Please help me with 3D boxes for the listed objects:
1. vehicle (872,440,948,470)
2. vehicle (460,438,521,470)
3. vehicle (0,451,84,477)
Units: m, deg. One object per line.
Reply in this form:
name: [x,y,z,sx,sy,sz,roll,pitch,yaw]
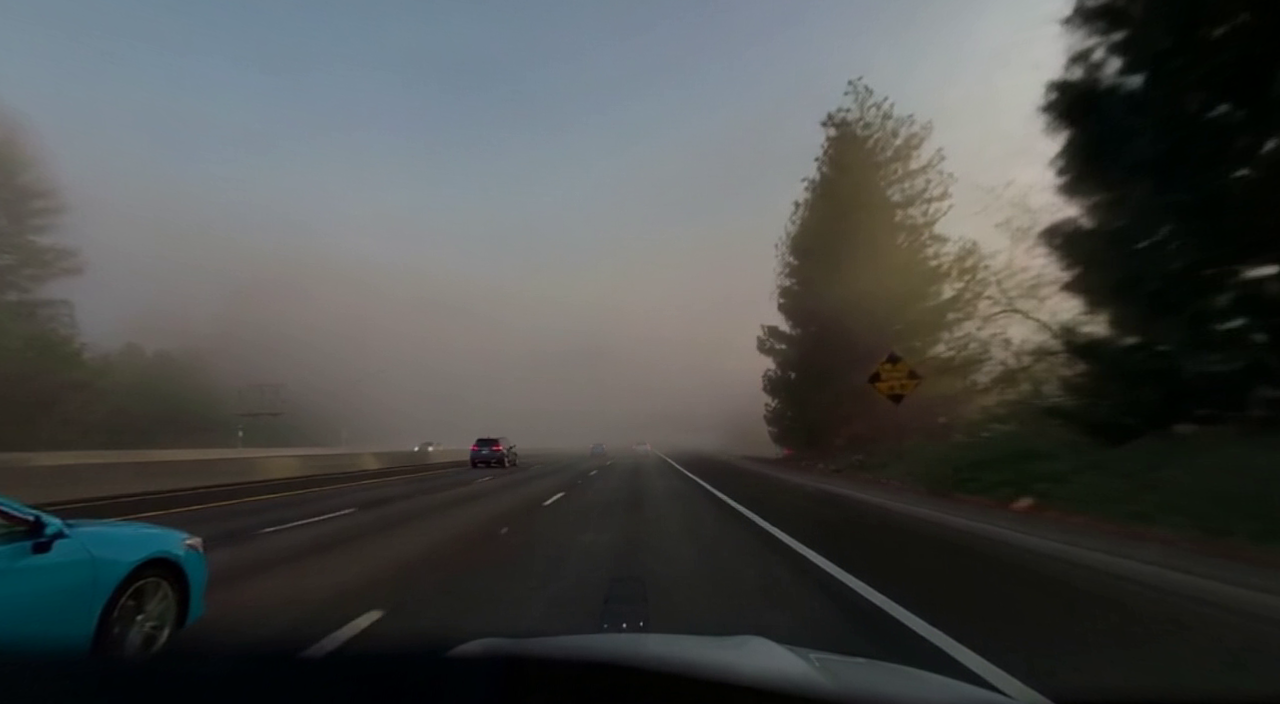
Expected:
vehicle: [15.445,5.872,36.333,2.000,1.515,4.188,0,-8,-9]
vehicle: [-7.405,5.076,31.675,1.987,1.486,4.174,0,-8,1]
vehicle: [-41.564,7.677,43.527,1.878,1.675,4.614,-1,-8,4]
